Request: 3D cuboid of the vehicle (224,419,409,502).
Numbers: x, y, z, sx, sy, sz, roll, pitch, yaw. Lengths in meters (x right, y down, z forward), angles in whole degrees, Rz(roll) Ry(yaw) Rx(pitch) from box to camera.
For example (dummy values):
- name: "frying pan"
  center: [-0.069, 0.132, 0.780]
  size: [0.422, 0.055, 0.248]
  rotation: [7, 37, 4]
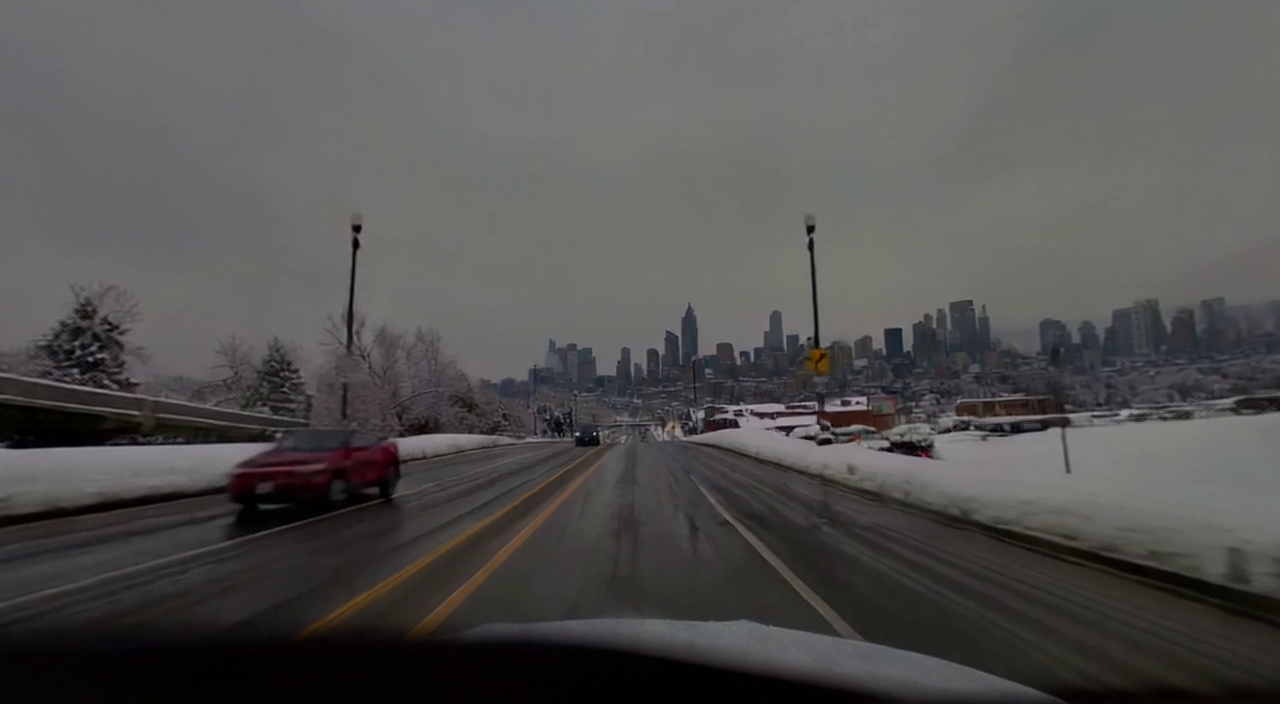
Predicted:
- name: "vehicle"
  center: [-7.436, 2.555, 15.174]
  size: [2.025, 1.664, 4.459]
  rotation: [0, -9, 0]

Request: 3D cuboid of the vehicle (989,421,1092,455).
- name: "vehicle"
  center: [26.599, 5.739, 42.093]
  size: [5.341, 1.770, 2.438]
  rotation: [4, -7, 0]
